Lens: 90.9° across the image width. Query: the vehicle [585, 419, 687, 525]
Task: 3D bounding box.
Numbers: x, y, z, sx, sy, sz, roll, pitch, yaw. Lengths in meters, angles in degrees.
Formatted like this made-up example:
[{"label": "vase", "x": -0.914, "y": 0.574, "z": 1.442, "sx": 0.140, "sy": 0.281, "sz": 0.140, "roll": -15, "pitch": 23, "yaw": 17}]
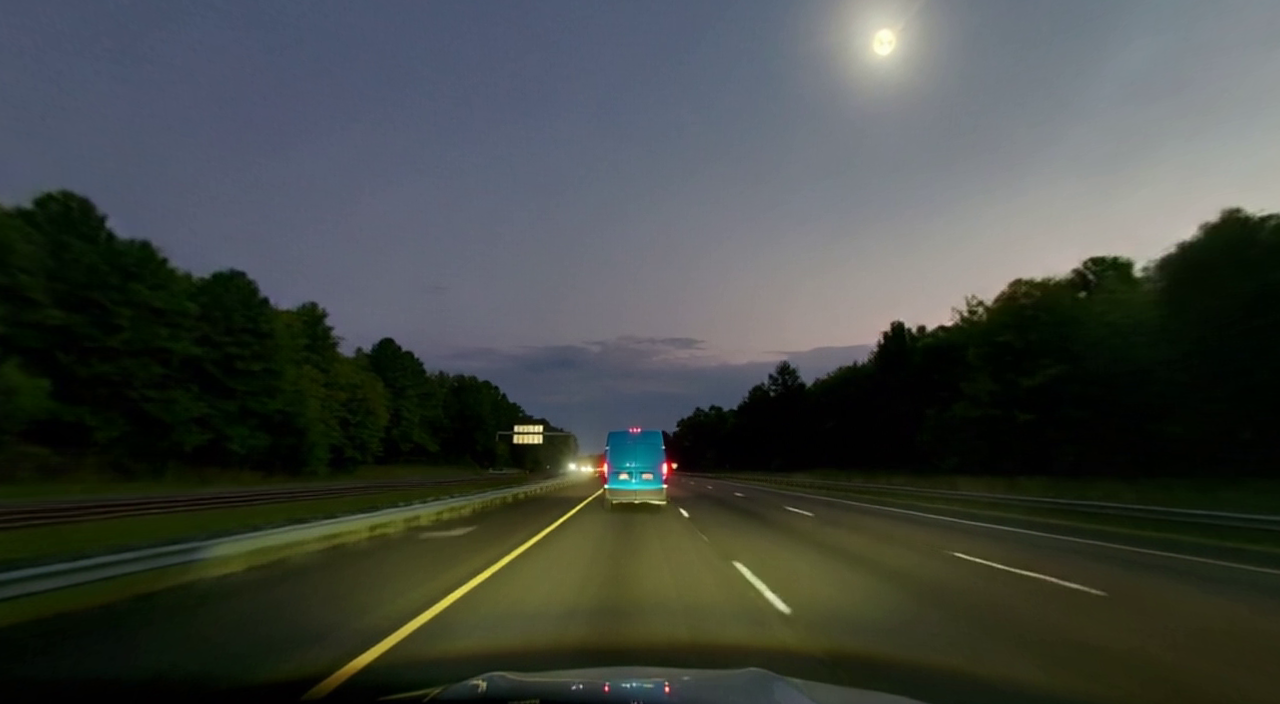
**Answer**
[{"label": "vehicle", "x": -0.186, "y": 3.384, "z": 17.960, "sx": 2.375, "sy": 2.432, "sz": 6.161, "roll": 1, "pitch": -10, "yaw": -2}]
